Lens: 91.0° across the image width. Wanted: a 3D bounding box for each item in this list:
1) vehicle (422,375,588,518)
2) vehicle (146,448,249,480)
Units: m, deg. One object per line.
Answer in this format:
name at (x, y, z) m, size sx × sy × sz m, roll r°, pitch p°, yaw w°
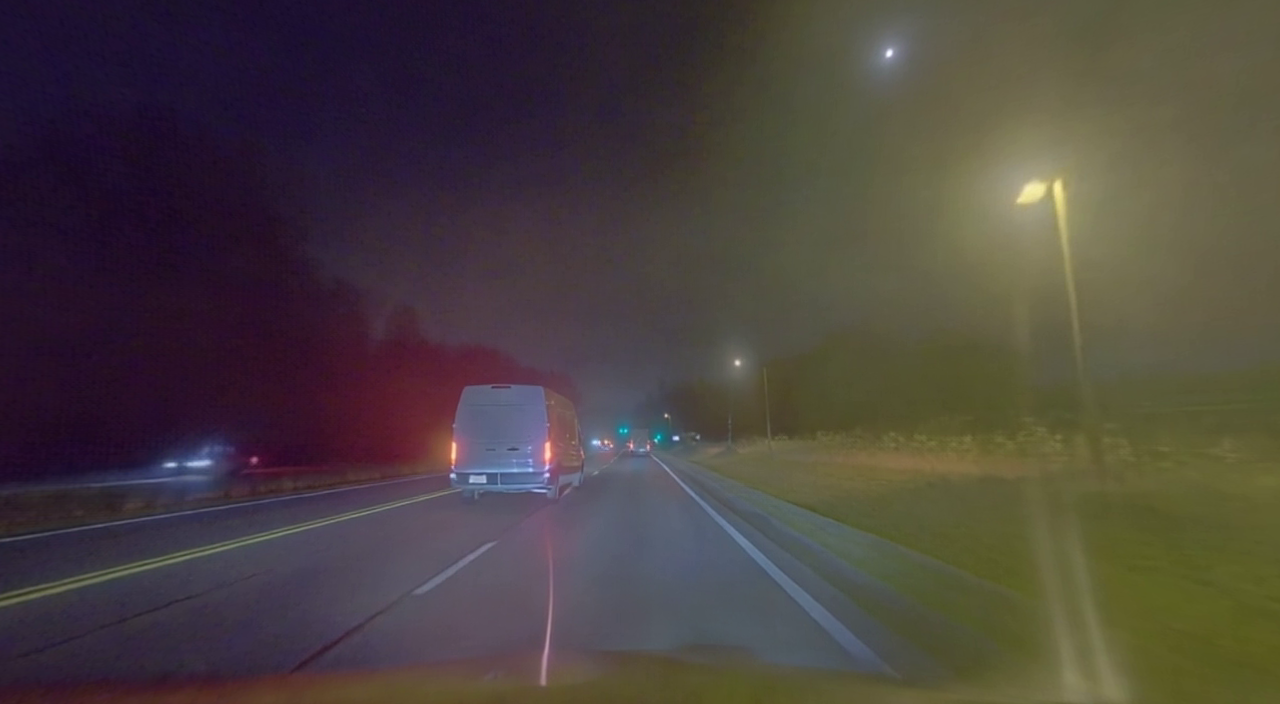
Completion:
vehicle at (-2.755, 2.187, 14.741) m, size 2.497 × 2.628 × 6.016 m, roll 0°, pitch -8°, yaw 0°
vehicle at (-22.749, 5.766, 32.620) m, size 1.979 × 1.499 × 4.612 m, roll 0°, pitch -8°, yaw 0°
